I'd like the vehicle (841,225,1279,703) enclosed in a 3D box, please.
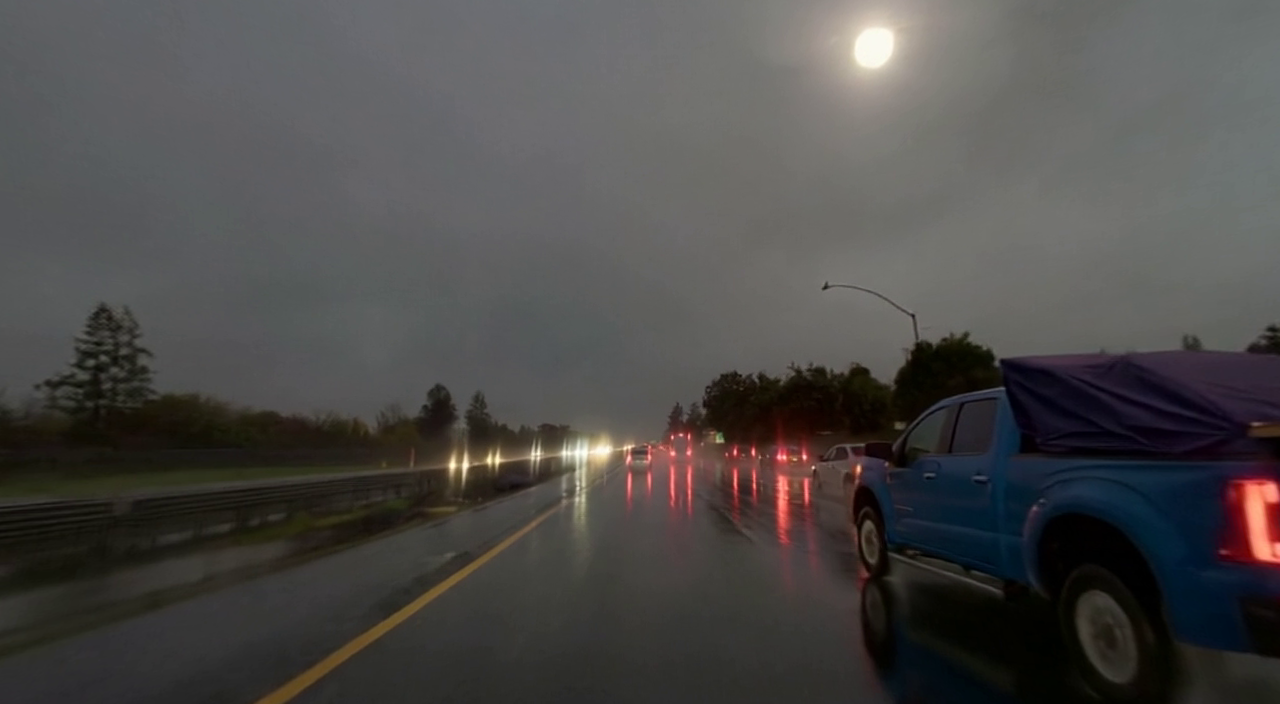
[{"bbox_3d":[3.546,0.917,4.493,2.354,2.079,5.586,0,-9,0],"label":"vehicle"}]

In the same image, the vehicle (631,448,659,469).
[{"bbox_3d":[0.349,8.098,48.077,2.030,1.473,3.926,0,-9,0],"label":"vehicle"}]
